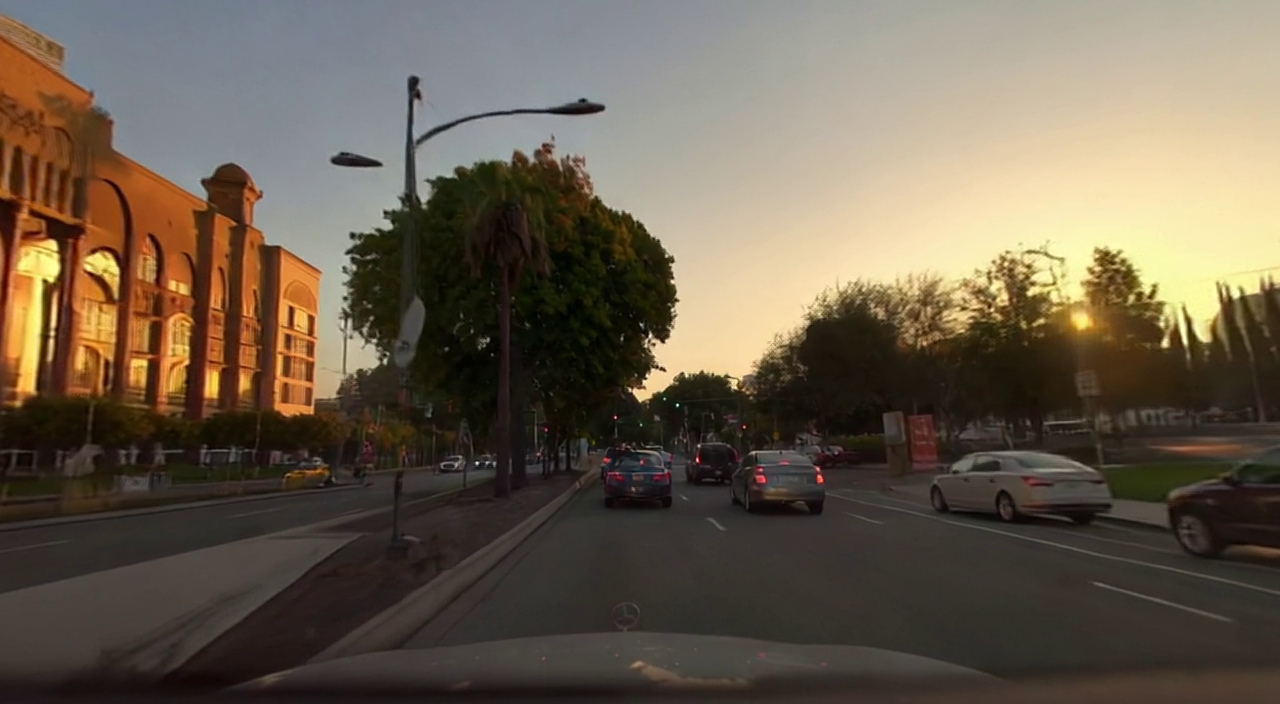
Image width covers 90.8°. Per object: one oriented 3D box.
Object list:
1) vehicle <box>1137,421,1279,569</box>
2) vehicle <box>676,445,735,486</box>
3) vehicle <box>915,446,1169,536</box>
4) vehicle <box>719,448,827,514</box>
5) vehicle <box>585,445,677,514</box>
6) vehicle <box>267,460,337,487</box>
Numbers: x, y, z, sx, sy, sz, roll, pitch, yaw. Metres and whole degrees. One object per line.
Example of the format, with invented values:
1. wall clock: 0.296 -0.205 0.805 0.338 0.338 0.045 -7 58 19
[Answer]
1. vehicle: 8.531 1.635 7.092 1.994 1.715 4.777 0 -9 0
2. vehicle: 3.235 5.829 33.021 2.127 1.854 7.971 0 -9 -1
3. vehicle: 8.166 2.813 13.606 1.970 1.559 4.911 1 -9 -5
4. vehicle: 3.308 3.282 16.609 1.833 1.465 4.258 0 -9 -1
5. vehicle: -0.227 3.124 15.930 2.050 1.521 3.747 0 -9 -1
6. vehicle: -21.001 7.539 39.456 1.935 1.479 4.453 0 -9 -1
